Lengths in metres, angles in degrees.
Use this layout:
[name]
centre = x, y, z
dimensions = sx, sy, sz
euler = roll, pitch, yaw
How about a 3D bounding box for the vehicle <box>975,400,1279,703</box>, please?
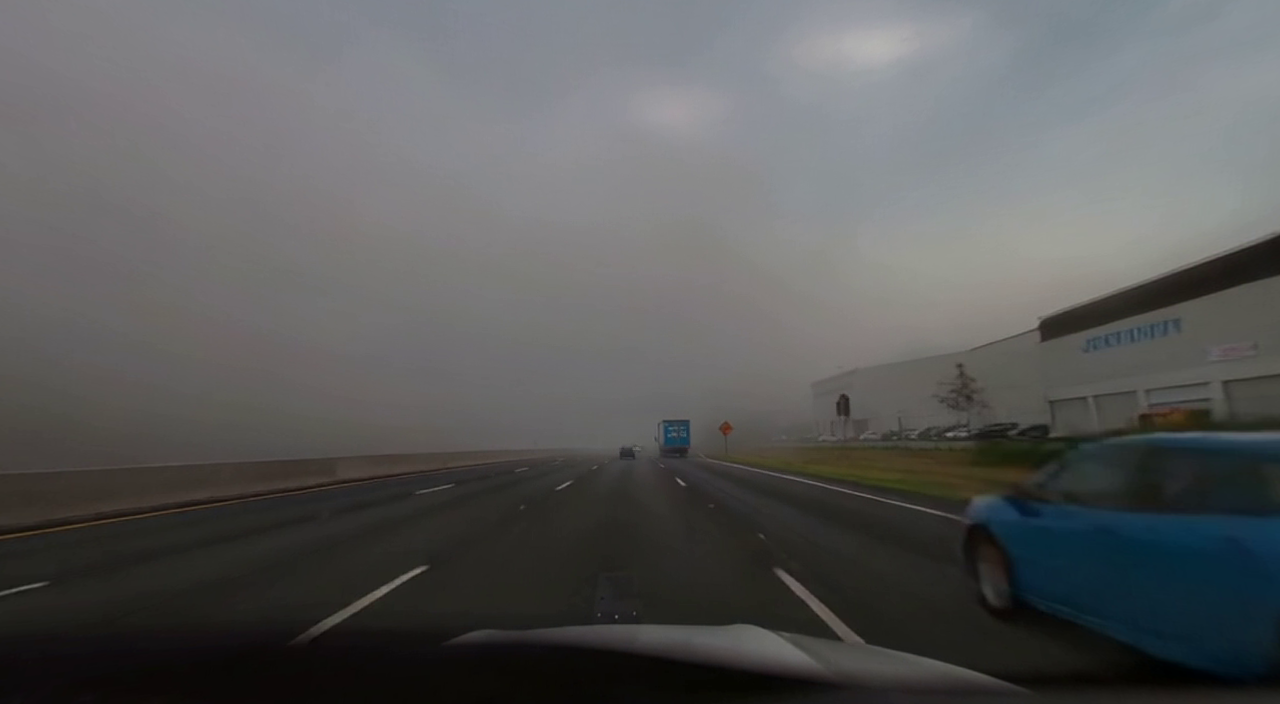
[vehicle]
centre = 3.705, 0.987, 2.935
dimensions = 2.048, 1.482, 3.956
euler = 0, -8, -1
